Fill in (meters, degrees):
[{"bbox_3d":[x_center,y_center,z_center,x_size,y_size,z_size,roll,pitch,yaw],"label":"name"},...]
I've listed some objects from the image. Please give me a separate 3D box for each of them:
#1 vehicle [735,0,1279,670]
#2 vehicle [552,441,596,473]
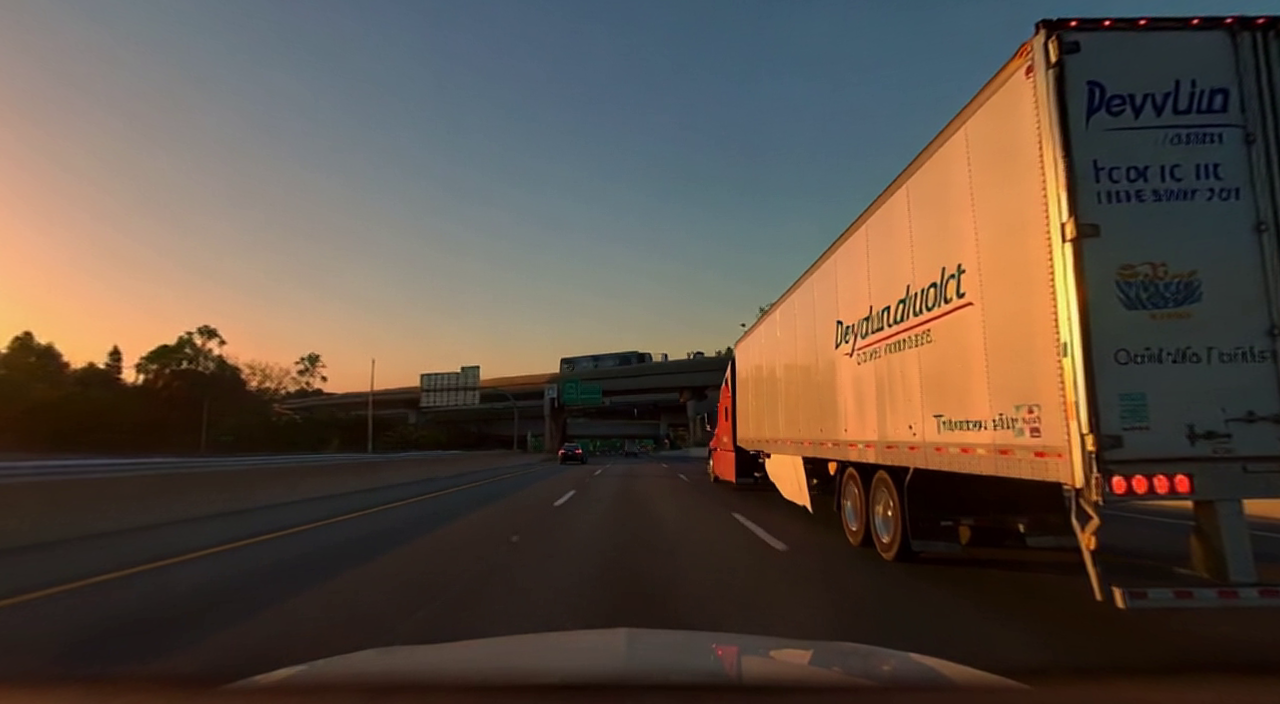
[{"bbox_3d":[3.935,0.634,10.111,2.962,4.132,12.720,0,-8,0],"label":"vehicle"},{"bbox_3d":[-3.624,5.795,35.236,2.030,1.657,3.926,0,-8,0],"label":"vehicle"}]
